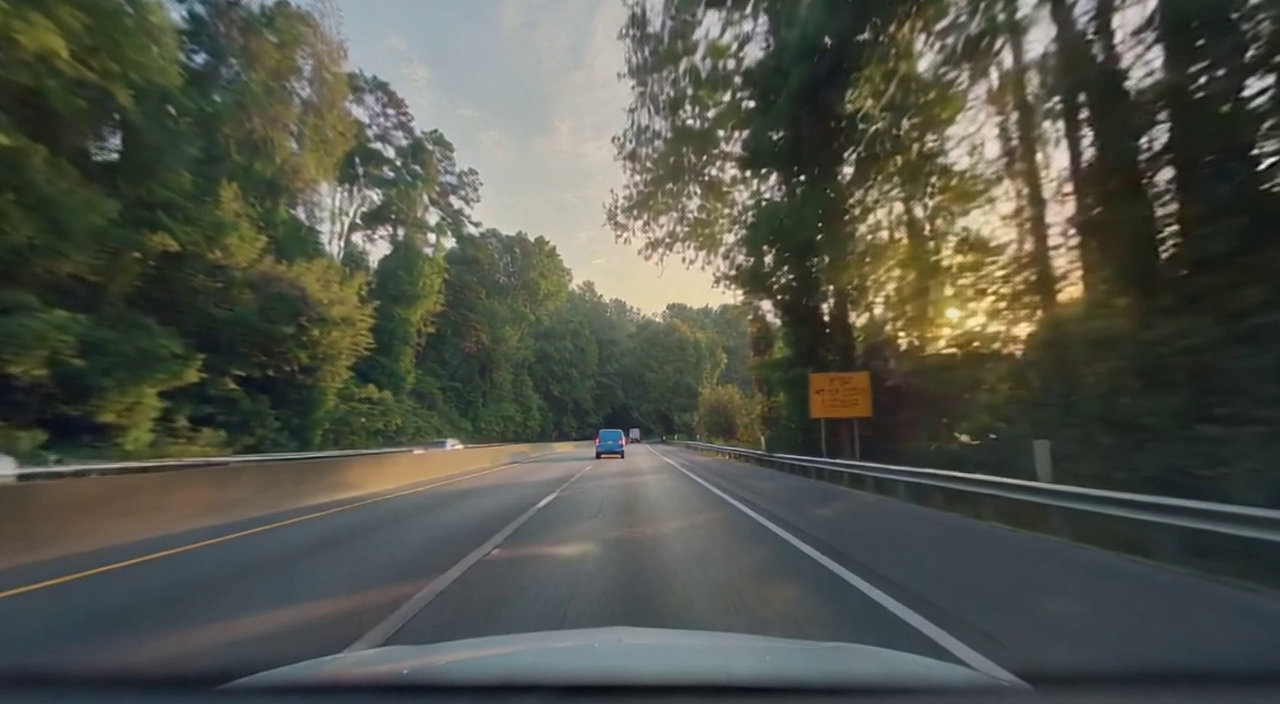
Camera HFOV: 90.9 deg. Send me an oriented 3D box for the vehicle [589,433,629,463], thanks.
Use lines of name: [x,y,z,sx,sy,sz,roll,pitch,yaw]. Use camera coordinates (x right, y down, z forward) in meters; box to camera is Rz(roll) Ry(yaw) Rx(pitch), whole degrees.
vehicle: [-1.741,5.600,37.012,2.094,1.653,4.283,0,-8,0]

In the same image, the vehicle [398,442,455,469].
vehicle: [-12.241,5.934,36.399,1.826,1.407,4.273,0,-8,0]
